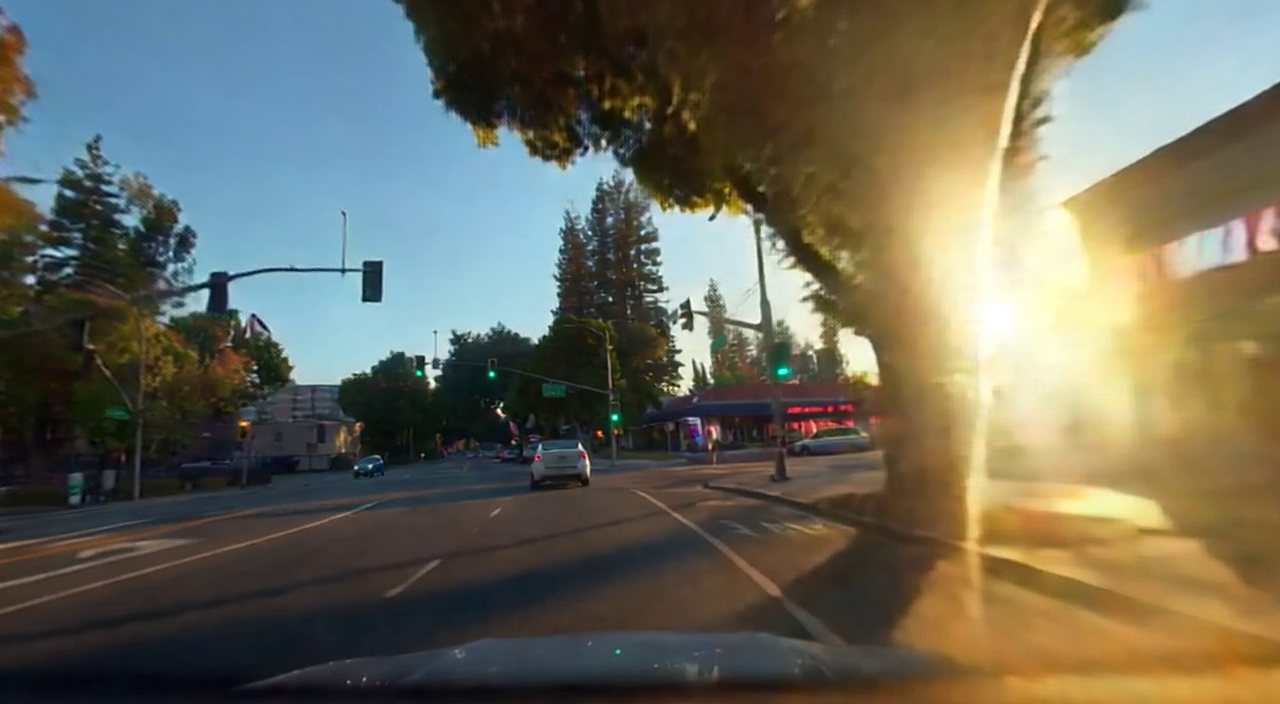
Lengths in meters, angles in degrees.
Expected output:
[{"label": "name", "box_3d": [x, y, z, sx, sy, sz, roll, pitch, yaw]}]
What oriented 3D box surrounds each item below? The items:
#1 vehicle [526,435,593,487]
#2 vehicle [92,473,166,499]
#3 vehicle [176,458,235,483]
[{"label": "vehicle", "box_3d": [-3.085, 4.010, 23.524, 2.227, 1.733, 3.930, 1, -8, -11]}, {"label": "vehicle", "box_3d": [-35.861, 9.396, 44.481, 2.004, 1.479, 4.230, 1, -8, -7]}, {"label": "vehicle", "box_3d": [-32.476, 8.868, 47.364, 2.142, 1.671, 4.083, 1, -8, -11]}]
